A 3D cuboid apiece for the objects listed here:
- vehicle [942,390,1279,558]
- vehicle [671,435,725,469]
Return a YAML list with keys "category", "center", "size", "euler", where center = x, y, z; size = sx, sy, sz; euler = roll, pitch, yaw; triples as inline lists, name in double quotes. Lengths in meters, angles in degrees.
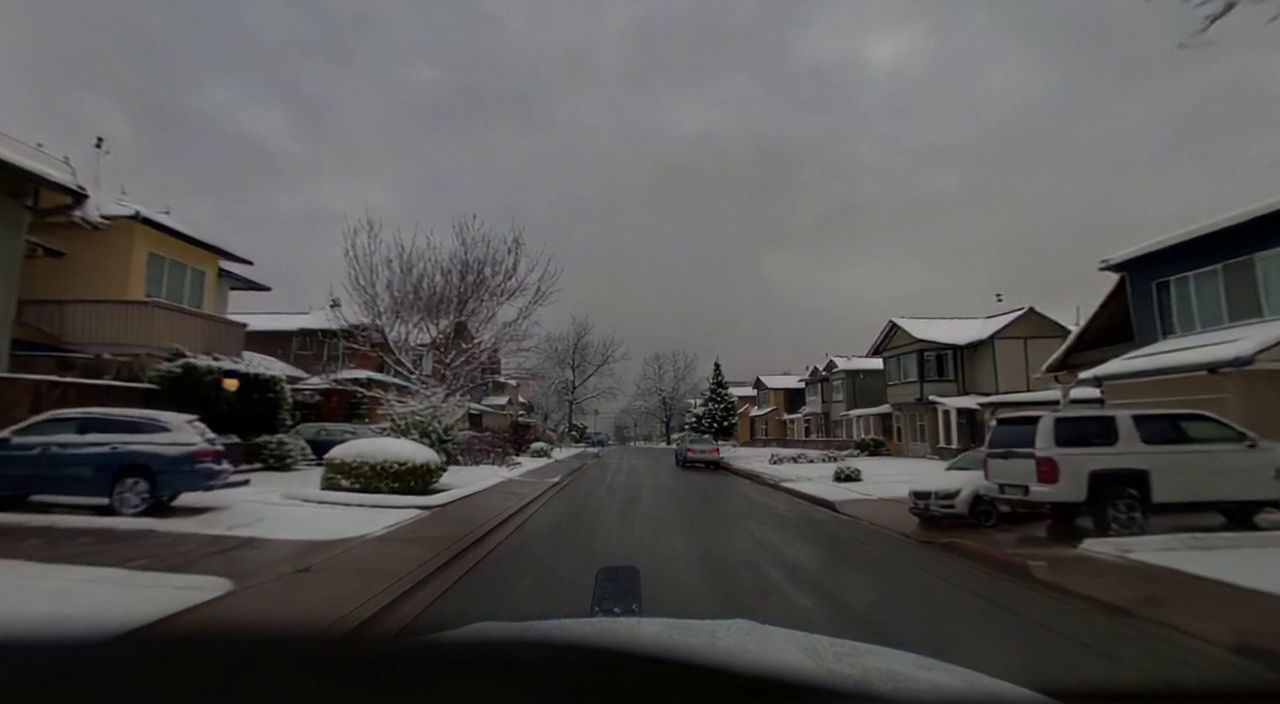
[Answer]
- category: "vehicle"
  center: [8.245, 1.838, 10.002]
  size: [5.739, 2.299, 2.216]
  euler: [0, -8, -3]
- category: "vehicle"
  center: [2.661, 4.675, 29.787]
  size: [1.955, 1.498, 4.046]
  euler: [0, -8, -3]
